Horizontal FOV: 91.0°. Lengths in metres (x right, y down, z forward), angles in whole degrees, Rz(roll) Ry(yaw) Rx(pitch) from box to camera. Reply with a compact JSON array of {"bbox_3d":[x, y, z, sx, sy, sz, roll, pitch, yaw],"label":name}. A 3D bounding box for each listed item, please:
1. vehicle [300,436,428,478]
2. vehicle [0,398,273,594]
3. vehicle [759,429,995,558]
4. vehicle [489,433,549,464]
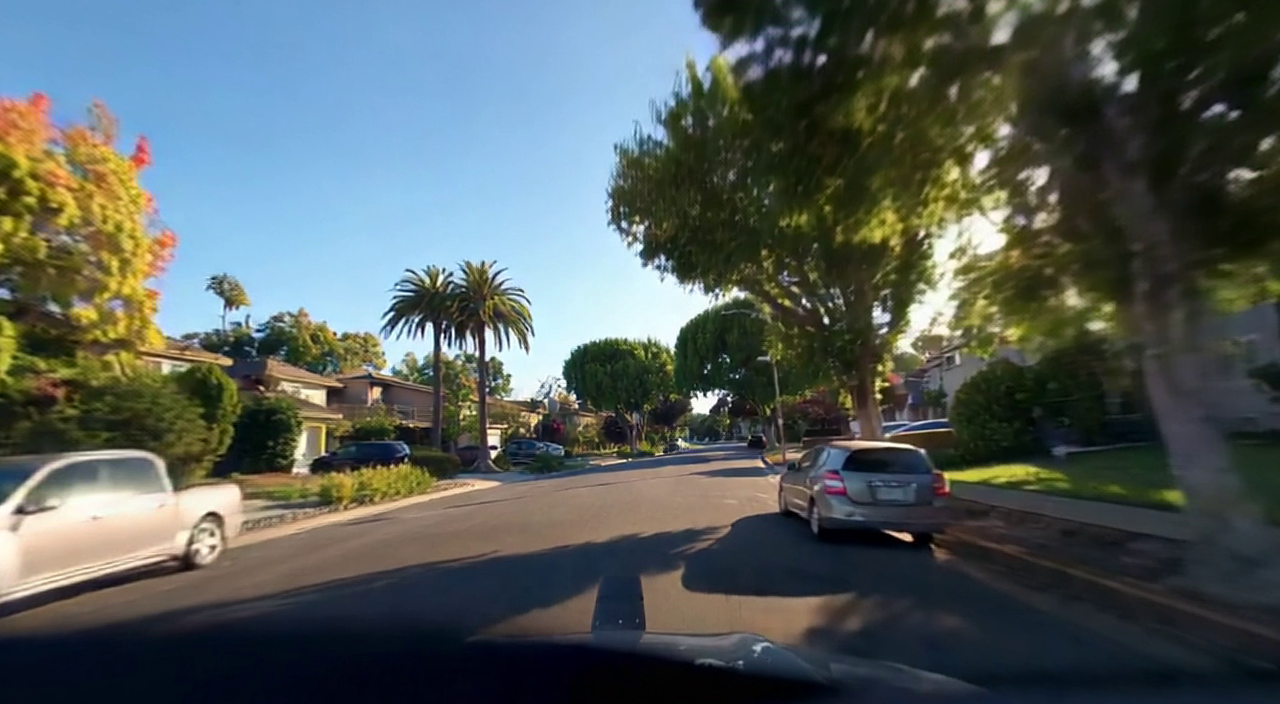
[{"bbox_3d":[-12.351,4.697,28.279,5.015,1.746,1.968,-2,-9,13],"label":"vehicle"},{"bbox_3d":[-7.042,1.971,7.572,2.053,1.713,4.850,-3,-21,3],"label":"vehicle"},{"bbox_3d":[3.243,2.013,9.719,2.045,1.519,4.231,-1,-8,1],"label":"vehicle"},{"bbox_3d":[-8.973,7.217,46.972,3.918,1.719,1.988,-4,-21,6],"label":"vehicle"}]
